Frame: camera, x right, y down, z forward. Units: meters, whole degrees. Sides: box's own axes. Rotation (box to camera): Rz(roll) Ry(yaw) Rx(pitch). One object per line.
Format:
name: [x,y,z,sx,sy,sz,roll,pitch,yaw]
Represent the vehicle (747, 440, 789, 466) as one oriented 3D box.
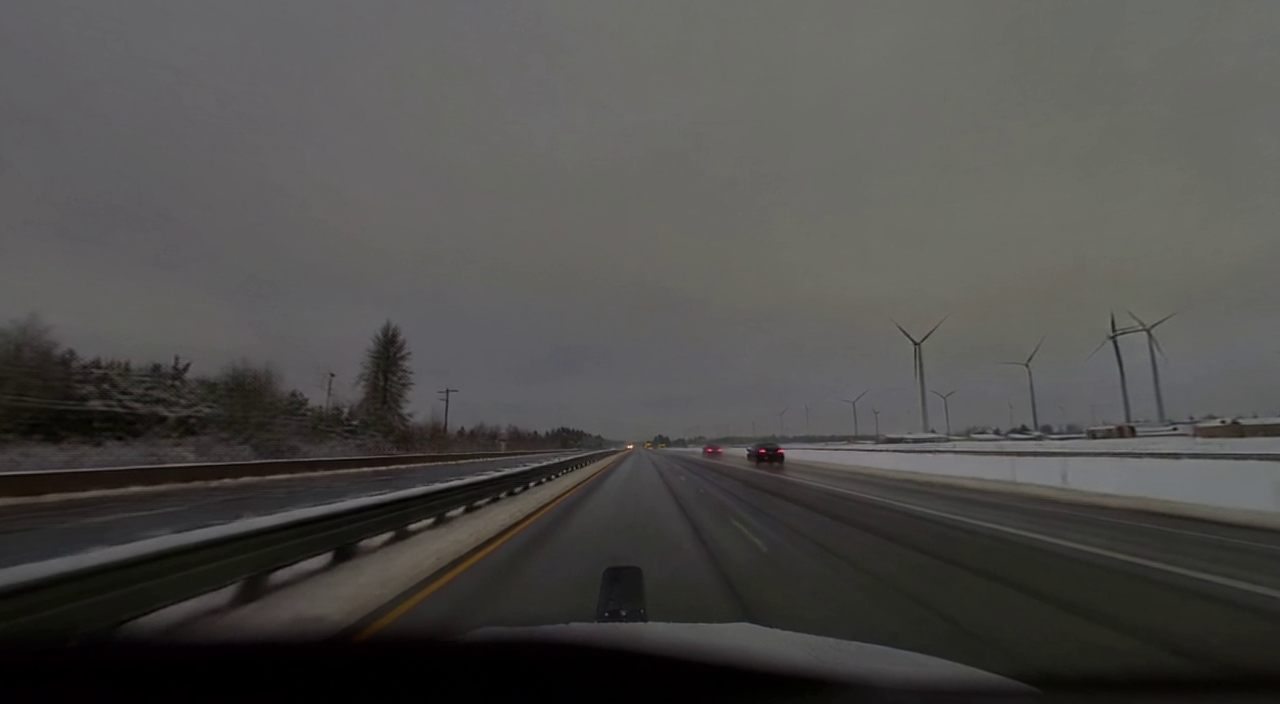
vehicle: [8.791,7.006,43.702,1.897,1.669,4.825,1,-9,0]
